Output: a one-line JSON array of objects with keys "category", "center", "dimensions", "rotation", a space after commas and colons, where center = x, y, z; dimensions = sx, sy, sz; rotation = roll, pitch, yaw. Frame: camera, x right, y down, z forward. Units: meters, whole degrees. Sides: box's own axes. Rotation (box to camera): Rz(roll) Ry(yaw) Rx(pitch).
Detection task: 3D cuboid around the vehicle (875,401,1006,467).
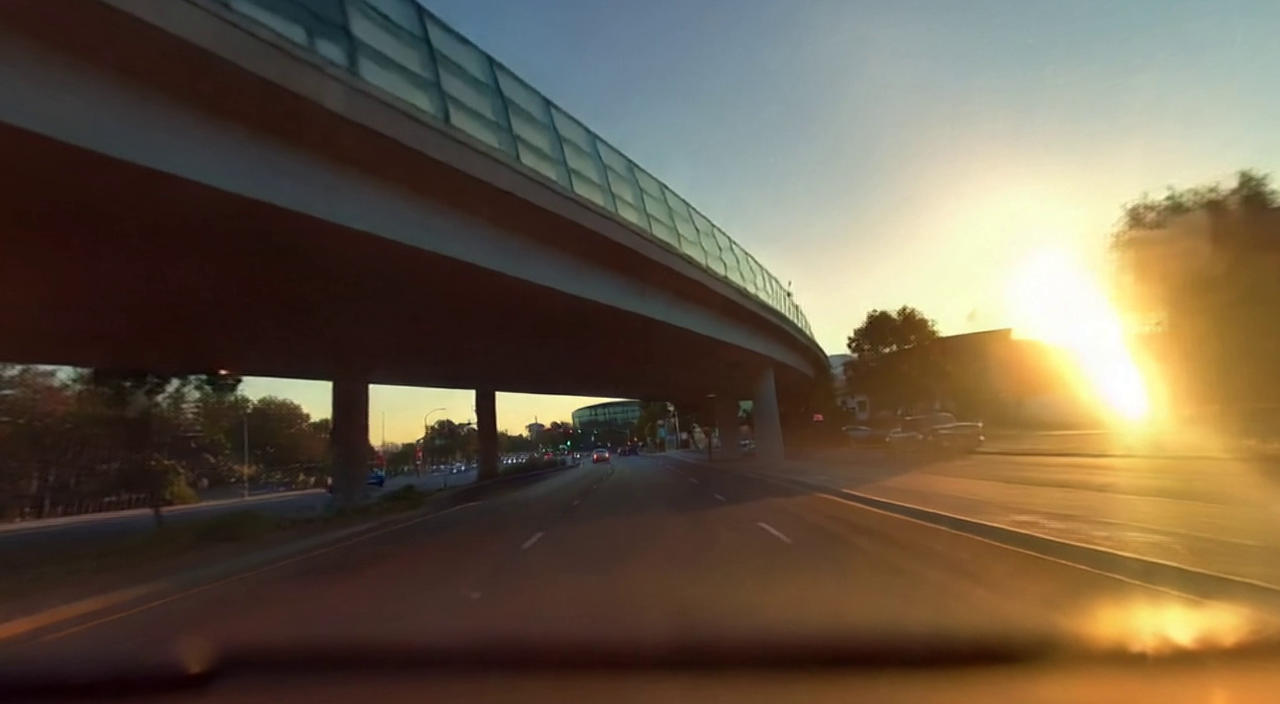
[{"category": "vehicle", "center": [10.576, 2.986, 22.596], "dimensions": [2.244, 1.866, 4.603], "rotation": [-7, -9, 0]}]
